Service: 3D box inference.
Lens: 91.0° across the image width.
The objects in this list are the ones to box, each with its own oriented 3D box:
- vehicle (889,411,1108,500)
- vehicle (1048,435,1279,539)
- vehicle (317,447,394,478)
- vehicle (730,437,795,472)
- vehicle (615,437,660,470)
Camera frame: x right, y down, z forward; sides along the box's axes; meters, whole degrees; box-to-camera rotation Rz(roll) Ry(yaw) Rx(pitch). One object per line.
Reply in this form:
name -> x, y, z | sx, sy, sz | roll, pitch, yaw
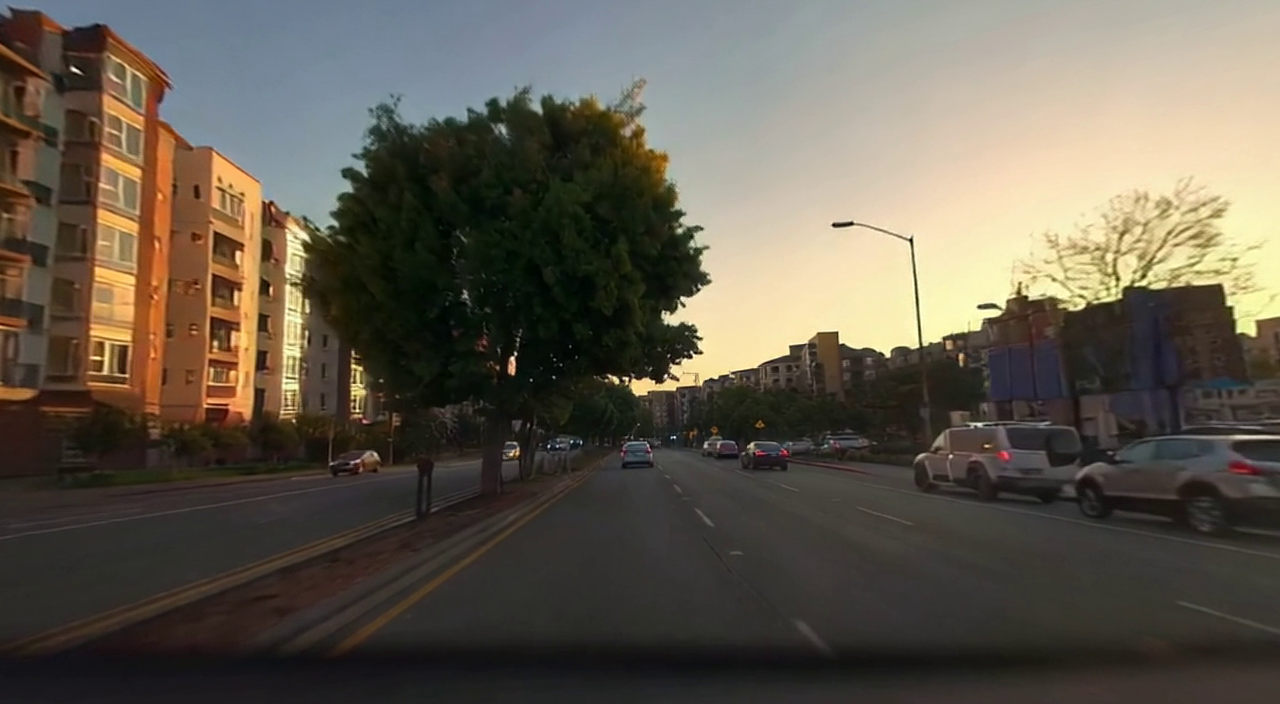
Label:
vehicle -> 10.137, 3.037, 18.855 | 2.441, 2.150, 6.729 | 1, -8, -2
vehicle -> 9.999, 2.291, 11.450 | 2.089, 1.508, 4.323 | -1, -8, -2
vehicle -> -15.469, 5.998, 34.562 | 1.967, 1.574, 4.819 | 0, -9, 0
vehicle -> 5.790, 4.900, 30.314 | 2.154, 1.554, 4.149 | 0, -9, -2
vehicle -> -0.120, 5.045, 31.435 | 2.106, 1.553, 3.964 | 0, -9, 0
